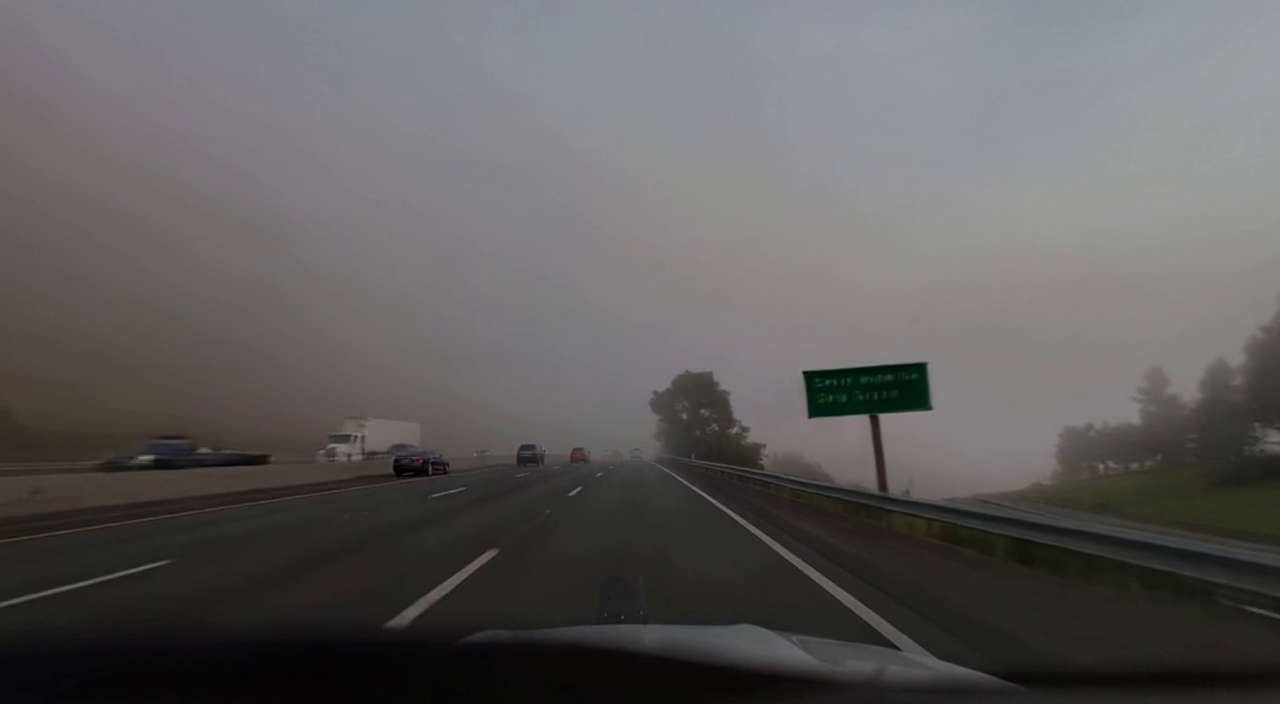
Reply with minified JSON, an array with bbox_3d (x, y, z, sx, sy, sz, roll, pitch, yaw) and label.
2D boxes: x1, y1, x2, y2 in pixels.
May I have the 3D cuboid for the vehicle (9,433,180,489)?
[{"bbox_3d":[-18.057,3.622,21.122,1.882,1.670,4.243,0,-8,0],"label":"vehicle"}]

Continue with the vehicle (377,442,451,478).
[{"bbox_3d":[-11.108,5.333,31.264,2.001,1.625,4.528,0,-8,0],"label":"vehicle"}]
